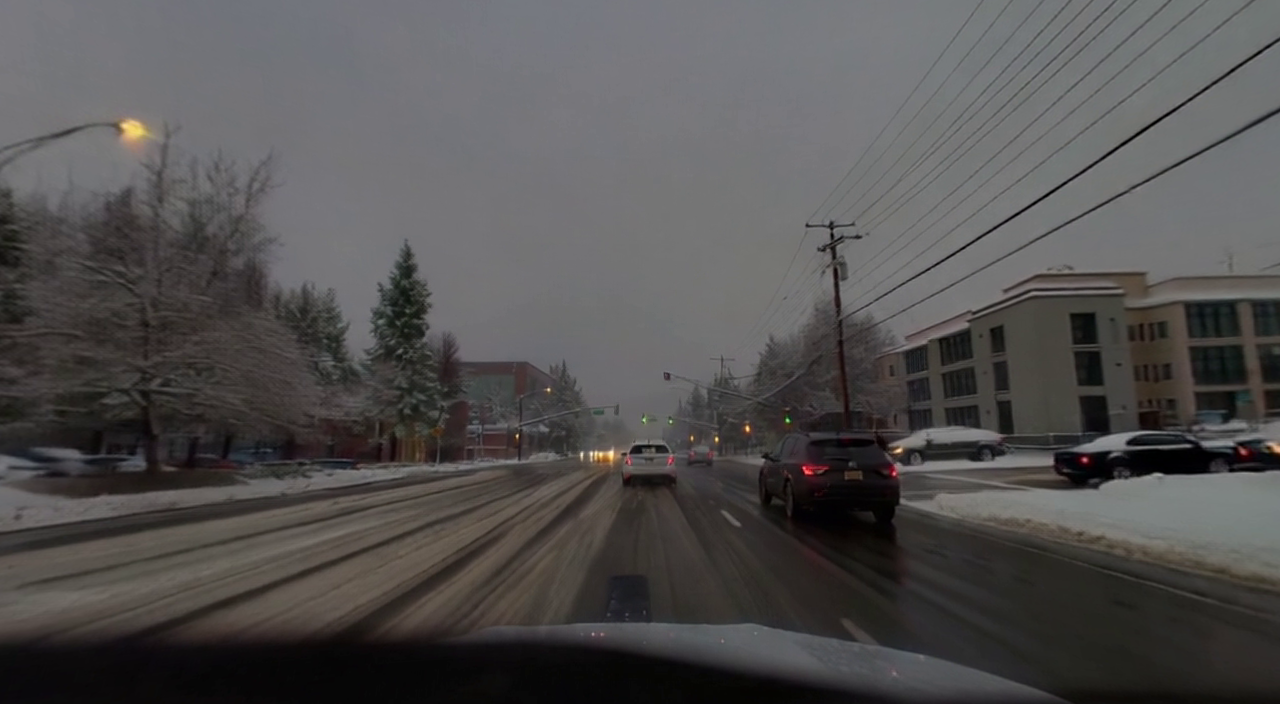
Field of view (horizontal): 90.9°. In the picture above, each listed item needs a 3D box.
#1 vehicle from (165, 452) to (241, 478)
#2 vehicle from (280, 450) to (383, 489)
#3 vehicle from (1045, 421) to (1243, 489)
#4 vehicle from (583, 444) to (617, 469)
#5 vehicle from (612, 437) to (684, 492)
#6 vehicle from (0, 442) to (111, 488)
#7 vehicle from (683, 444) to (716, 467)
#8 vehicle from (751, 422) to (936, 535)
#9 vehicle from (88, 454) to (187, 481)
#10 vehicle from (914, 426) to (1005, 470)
[{"bbox_3d":[-30.376,7.817,43.985,1.903,1.649,4.654,0,-9,1],"label":"vehicle"},{"bbox_3d":[-13.642,5.187,27.810,4.290,1.510,2.006,-8,-11,30],"label":"vehicle"},{"bbox_3d":[13.425,2.777,17.227,1.899,1.602,4.297,-1,-9,2],"label":"vehicle"},{"bbox_3d":[-2.638,6.753,40.952,2.104,1.488,4.546,0,-9,-5],"label":"vehicle"},{"bbox_3d":[0.268,3.727,21.284,2.200,1.653,4.127,0,-9,1],"label":"vehicle"},{"bbox_3d":[-23.485,4.274,24.037,4.739,1.635,2.030,0,-8,1],"label":"vehicle"},{"bbox_3d":[4.171,7.263,44.438,1.880,1.503,4.130,0,-9,-1],"label":"vehicle"},{"bbox_3d":[3.536,2.287,12.014,2.024,1.711,4.512,0,-9,0],"label":"vehicle"},{"bbox_3d":[-30.412,6.993,38.391,1.951,1.459,4.803,-1,-9,2],"label":"vehicle"},{"bbox_3d":[14.440,4.369,28.818,2.146,1.837,4.512,-1,-9,6],"label":"vehicle"}]
